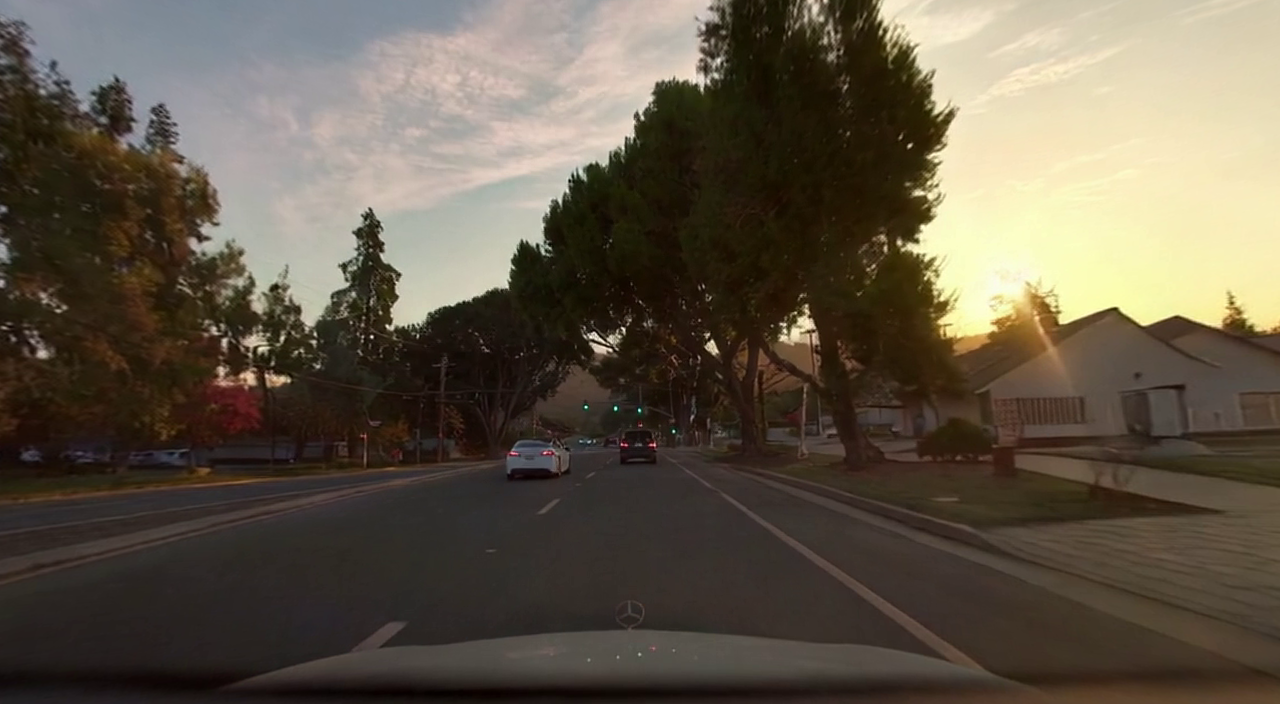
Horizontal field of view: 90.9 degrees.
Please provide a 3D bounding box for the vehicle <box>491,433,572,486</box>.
[{"bbox_3d":[-3.626,3.669,21.839,1.914,1.630,4.351,0,-8,1],"label":"vehicle"}]

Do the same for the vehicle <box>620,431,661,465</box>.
[{"bbox_3d":[0.021,5.411,35.690,2.213,1.778,4.107,0,-8,0],"label":"vehicle"}]
